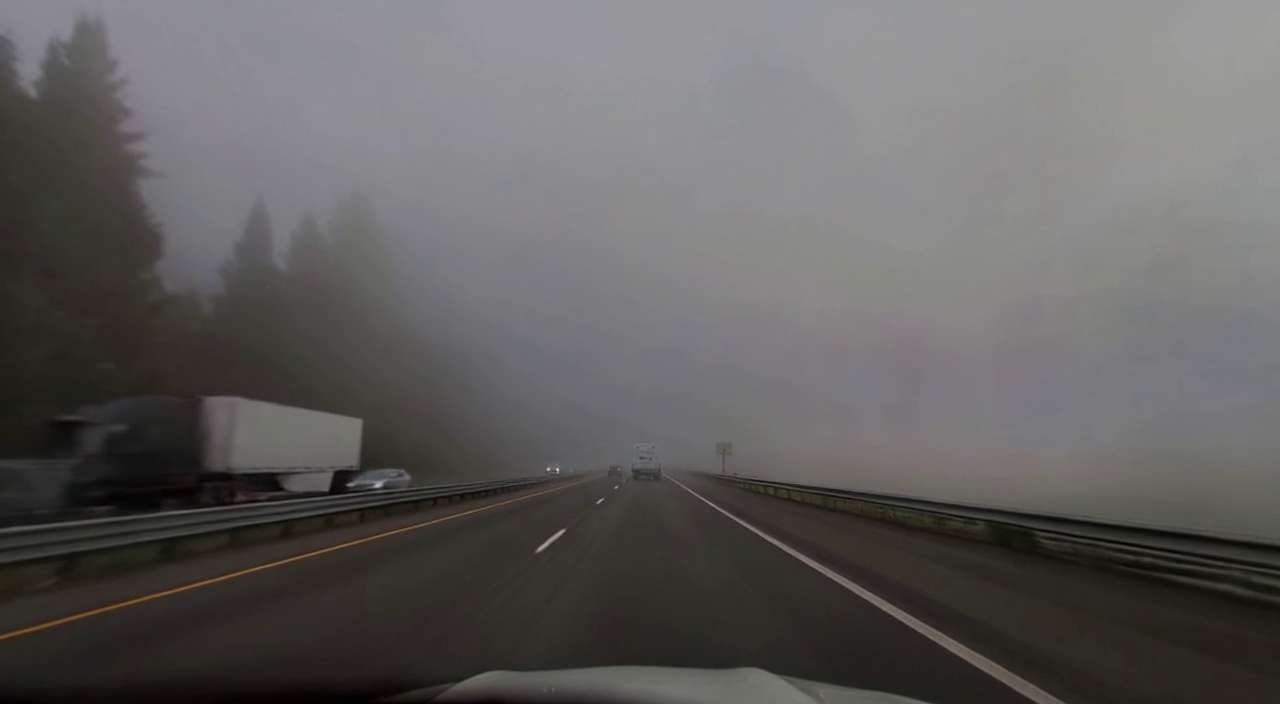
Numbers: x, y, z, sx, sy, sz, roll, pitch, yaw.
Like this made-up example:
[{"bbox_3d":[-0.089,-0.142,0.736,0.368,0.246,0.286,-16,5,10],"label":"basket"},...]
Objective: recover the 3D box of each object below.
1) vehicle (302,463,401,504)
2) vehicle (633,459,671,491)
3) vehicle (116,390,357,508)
[{"bbox_3d":[-11.219,5.122,24.844,1.829,1.432,4.294,1,-10,0],"label":"vehicle"},{"bbox_3d":[0.676,7.166,36.837,2.048,1.663,4.377,1,-10,0],"label":"vehicle"},{"bbox_3d":[-15.767,4.148,26.173,3.015,3.895,10.076,0,-10,1],"label":"vehicle"}]
